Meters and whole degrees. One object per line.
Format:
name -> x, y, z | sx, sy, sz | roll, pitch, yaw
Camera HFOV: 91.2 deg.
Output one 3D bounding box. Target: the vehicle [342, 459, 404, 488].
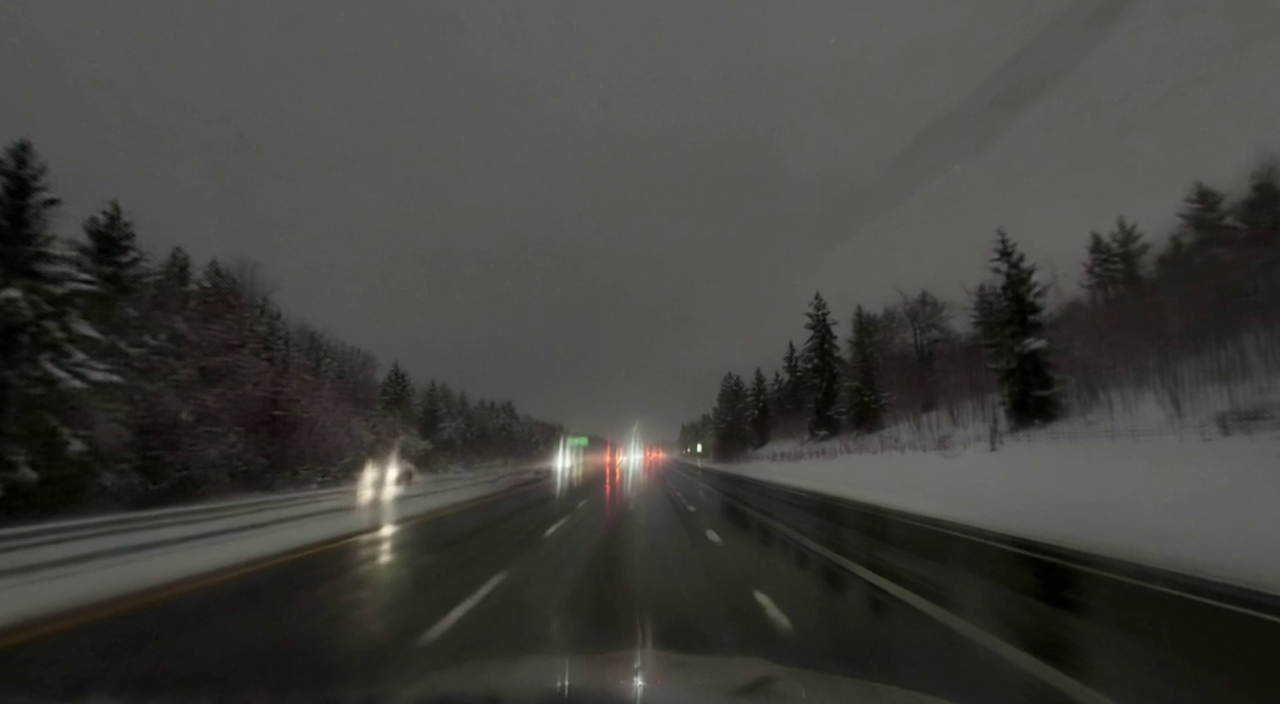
vehicle -> -14.932, 6.788, 35.305 | 1.780, 1.447, 3.766 | 0, -9, 1
